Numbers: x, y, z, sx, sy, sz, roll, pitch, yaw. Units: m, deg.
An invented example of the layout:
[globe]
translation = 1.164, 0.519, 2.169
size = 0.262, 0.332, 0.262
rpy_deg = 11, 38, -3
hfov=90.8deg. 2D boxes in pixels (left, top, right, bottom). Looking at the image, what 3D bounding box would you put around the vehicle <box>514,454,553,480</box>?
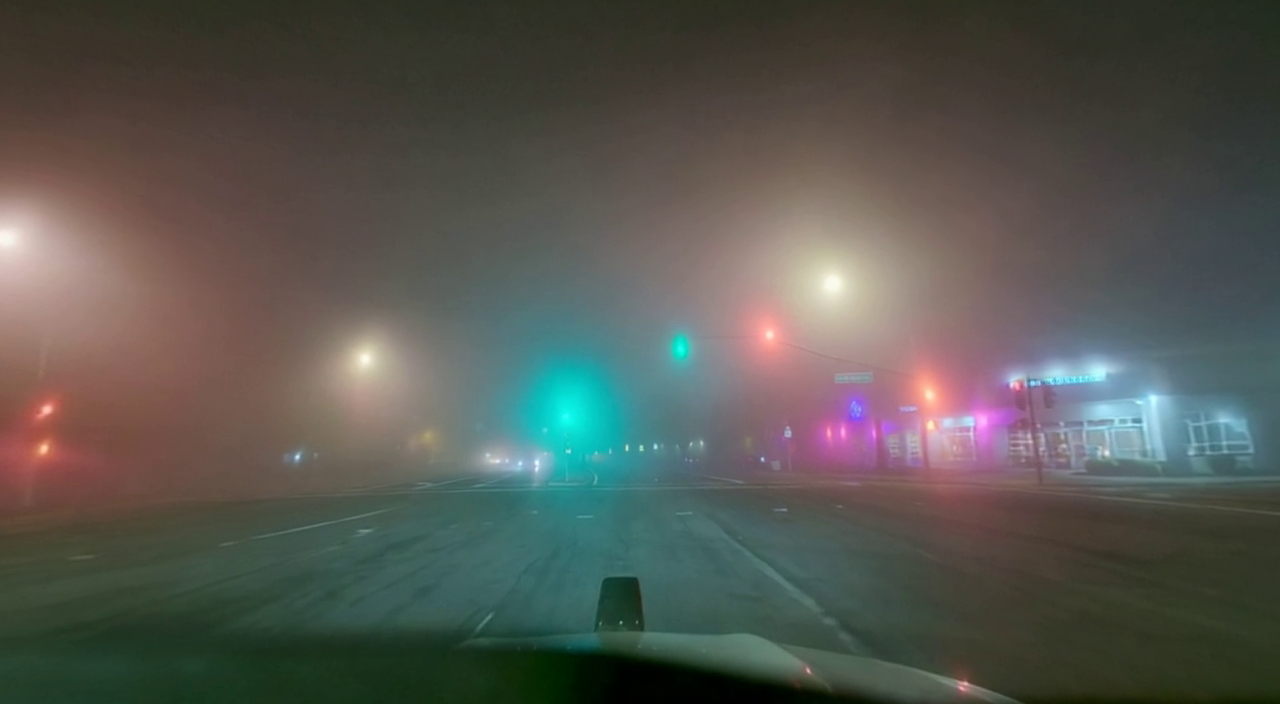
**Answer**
[vehicle]
translation = -6.560, 7.099, 39.335
size = 1.894, 1.474, 4.332
rpy_deg = 0, -8, -3
